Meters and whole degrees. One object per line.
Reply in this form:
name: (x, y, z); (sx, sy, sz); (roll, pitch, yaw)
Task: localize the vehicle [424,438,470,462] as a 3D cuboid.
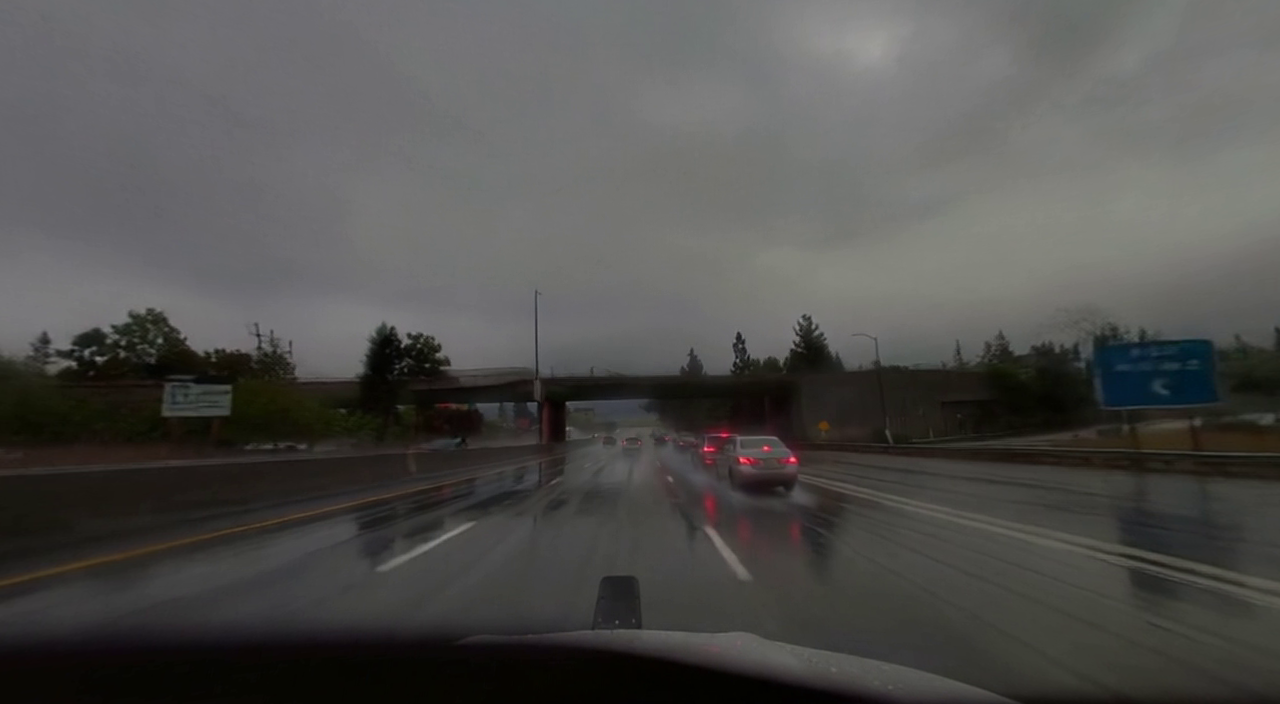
vehicle: (-12.374, 6.304, 40.583); (1.835, 1.425, 3.515); (0, -8, 1)

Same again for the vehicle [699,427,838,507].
vehicle: (2.895, 2.716, 15.551); (2.240, 1.646, 4.949); (1, -8, -2)
